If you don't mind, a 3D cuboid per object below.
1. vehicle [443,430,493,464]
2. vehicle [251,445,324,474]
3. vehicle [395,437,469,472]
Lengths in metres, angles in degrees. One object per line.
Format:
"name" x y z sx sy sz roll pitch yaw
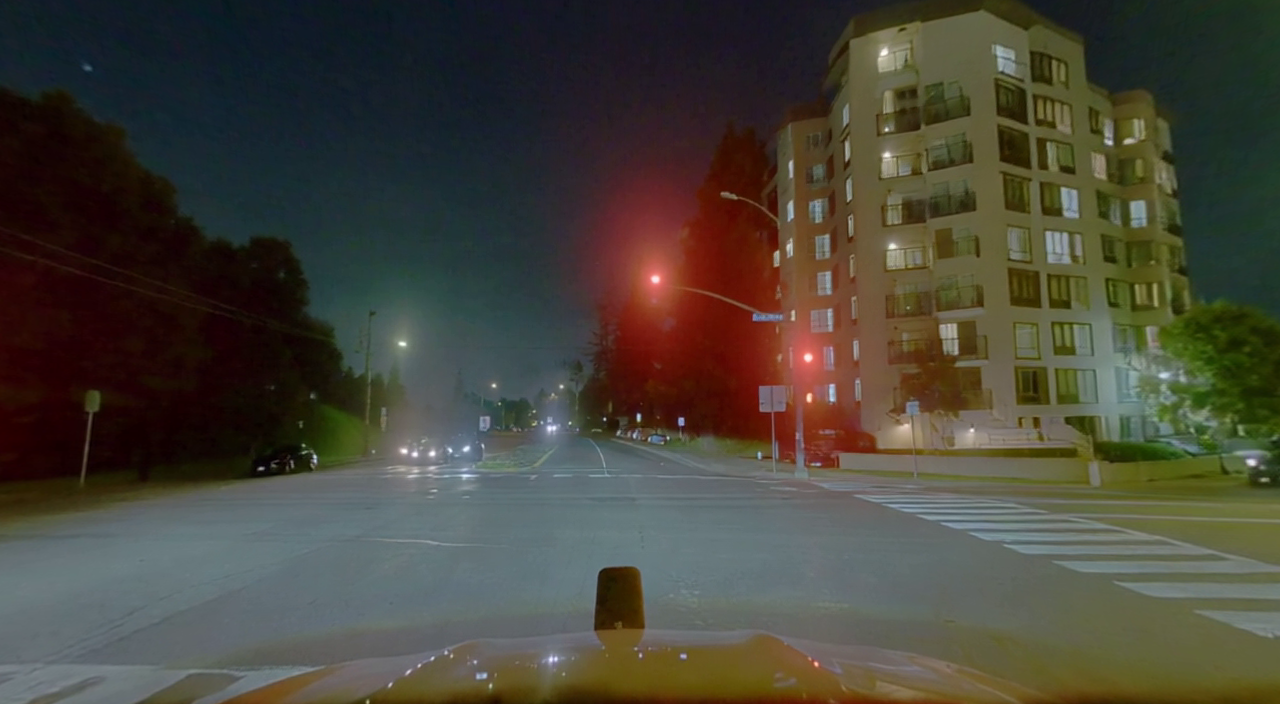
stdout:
"vehicle" -9.780 5.455 36.174 1.910 1.818 4.057 0 -9 -3
"vehicle" -21.127 6.440 38.092 1.981 1.628 4.336 0 -9 -1
"vehicle" -9.673 4.799 29.781 2.116 1.521 4.294 0 -9 -1
